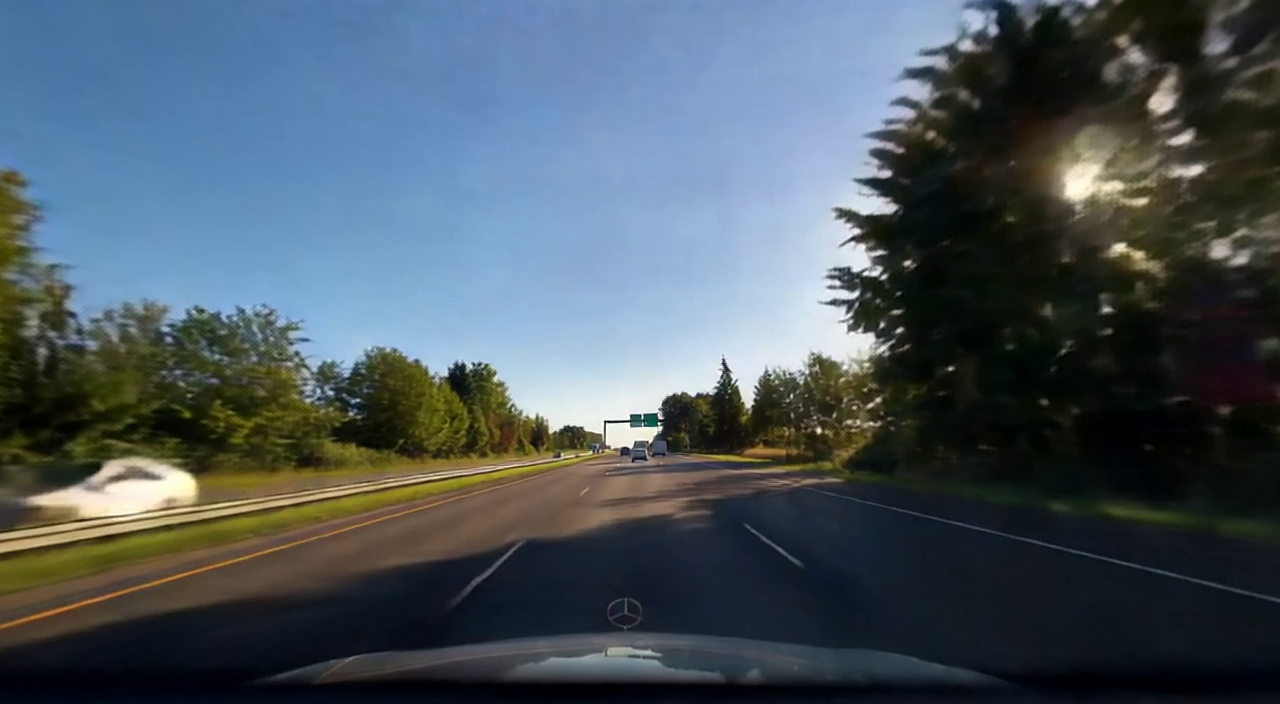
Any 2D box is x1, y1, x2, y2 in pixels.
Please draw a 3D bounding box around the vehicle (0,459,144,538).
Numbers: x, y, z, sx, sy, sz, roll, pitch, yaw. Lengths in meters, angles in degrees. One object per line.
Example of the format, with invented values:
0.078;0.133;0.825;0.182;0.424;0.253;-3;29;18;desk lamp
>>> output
-13.288;3.012;13.287;2.159;1.438;4.323;0;-9;-1;vehicle
